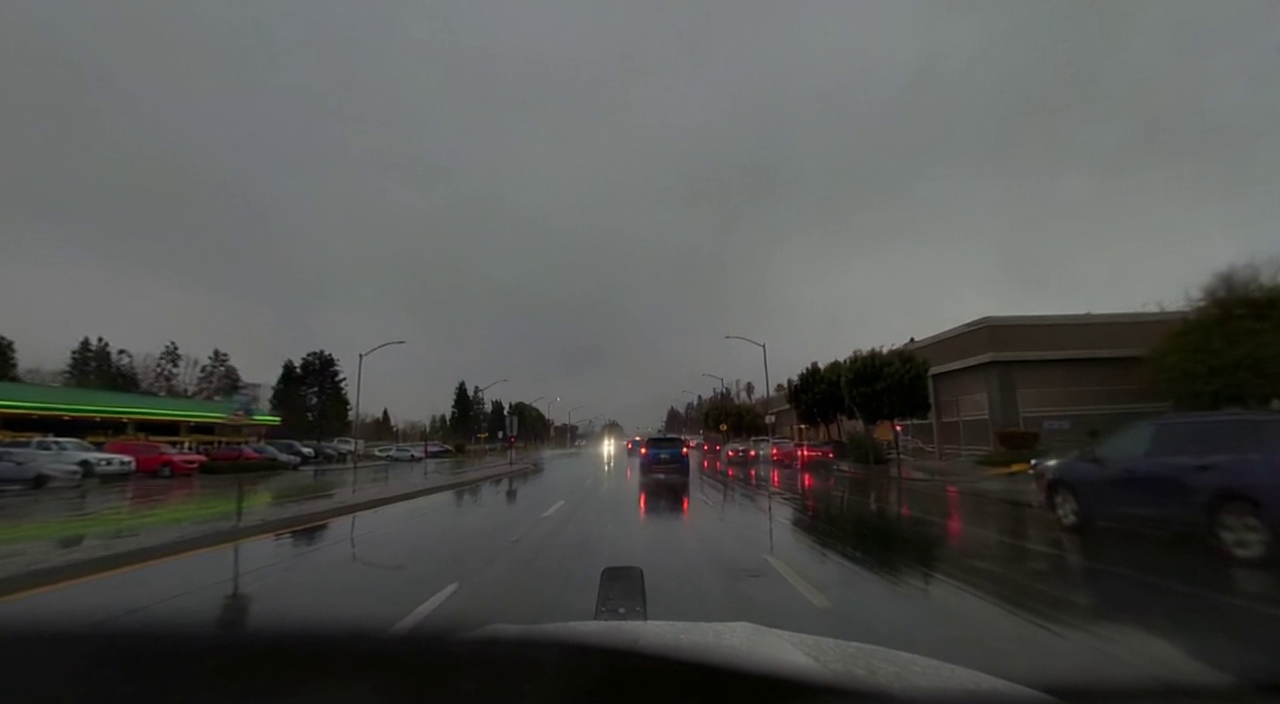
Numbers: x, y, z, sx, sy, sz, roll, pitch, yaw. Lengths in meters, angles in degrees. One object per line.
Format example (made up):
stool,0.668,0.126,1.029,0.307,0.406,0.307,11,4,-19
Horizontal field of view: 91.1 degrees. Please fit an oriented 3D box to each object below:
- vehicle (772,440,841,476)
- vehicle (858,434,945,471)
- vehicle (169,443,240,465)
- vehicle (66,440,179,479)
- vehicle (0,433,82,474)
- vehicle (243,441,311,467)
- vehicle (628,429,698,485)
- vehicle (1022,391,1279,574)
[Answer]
vehicle,7.440,4.750,28.550,1.818,1.459,4.806,0,-8,0
vehicle,12.788,4.948,31.126,2.019,1.711,4.862,1,-8,-3
vehicle,-31.496,7.376,45.590,1.920,1.446,4.448,-2,-8,1
vehicle,-25.864,5.344,31.615,2.044,1.695,4.619,-1,-7,-5
vehicle,-31.194,5.094,31.658,1.928,1.922,4.539,0,-8,-2
vehicle,-26.161,7.354,45.438,1.922,1.755,4.511,-1,-8,6
vehicle,0.835,3.857,23.467,2.317,1.857,5.150,0,-8,2
vehicle,7.244,1.499,7.659,2.032,1.776,4.782,0,-8,-1
